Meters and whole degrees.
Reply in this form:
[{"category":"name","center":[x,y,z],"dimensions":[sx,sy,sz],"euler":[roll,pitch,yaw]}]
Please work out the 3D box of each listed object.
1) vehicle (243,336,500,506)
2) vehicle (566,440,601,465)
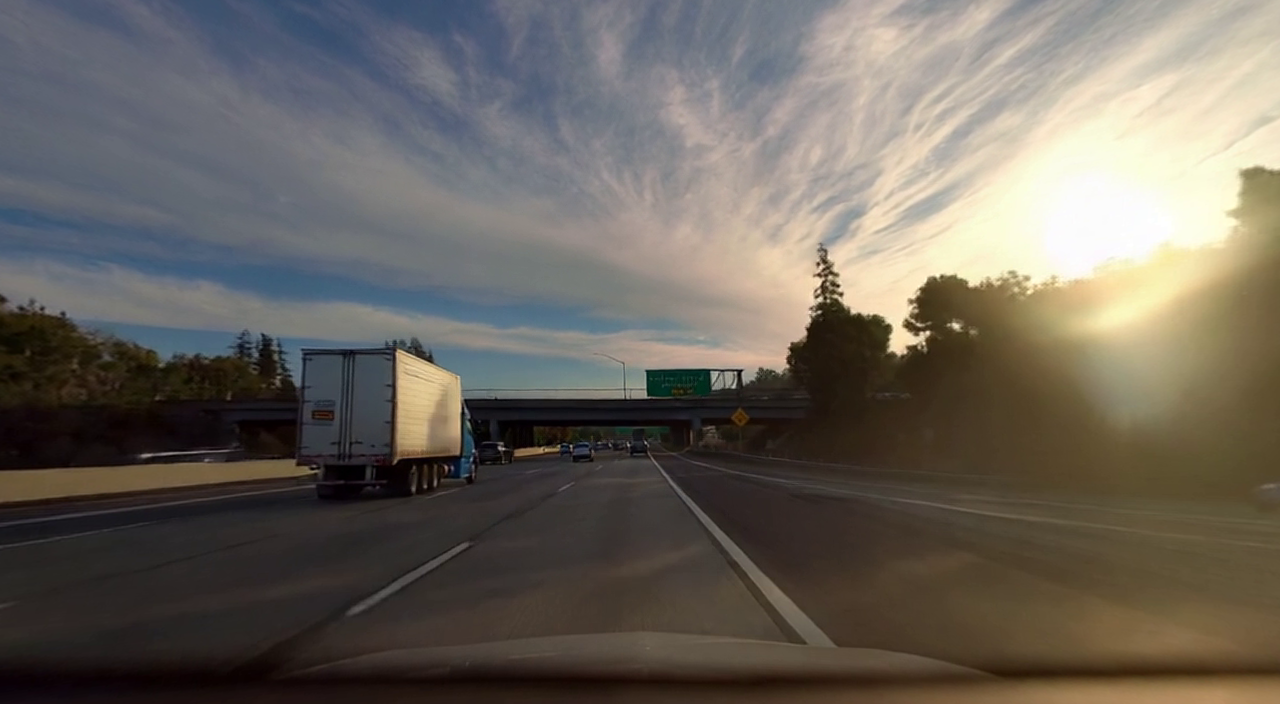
[{"category":"vehicle","center":[-7.189,2.299,19.452],"dimensions":[3.303,3.868,10.298],"euler":[0,-9,0]},{"category":"vehicle","center":[-4.087,7.341,46.076],"dimensions":[2.094,1.695,4.260],"euler":[0,-9,1]}]
